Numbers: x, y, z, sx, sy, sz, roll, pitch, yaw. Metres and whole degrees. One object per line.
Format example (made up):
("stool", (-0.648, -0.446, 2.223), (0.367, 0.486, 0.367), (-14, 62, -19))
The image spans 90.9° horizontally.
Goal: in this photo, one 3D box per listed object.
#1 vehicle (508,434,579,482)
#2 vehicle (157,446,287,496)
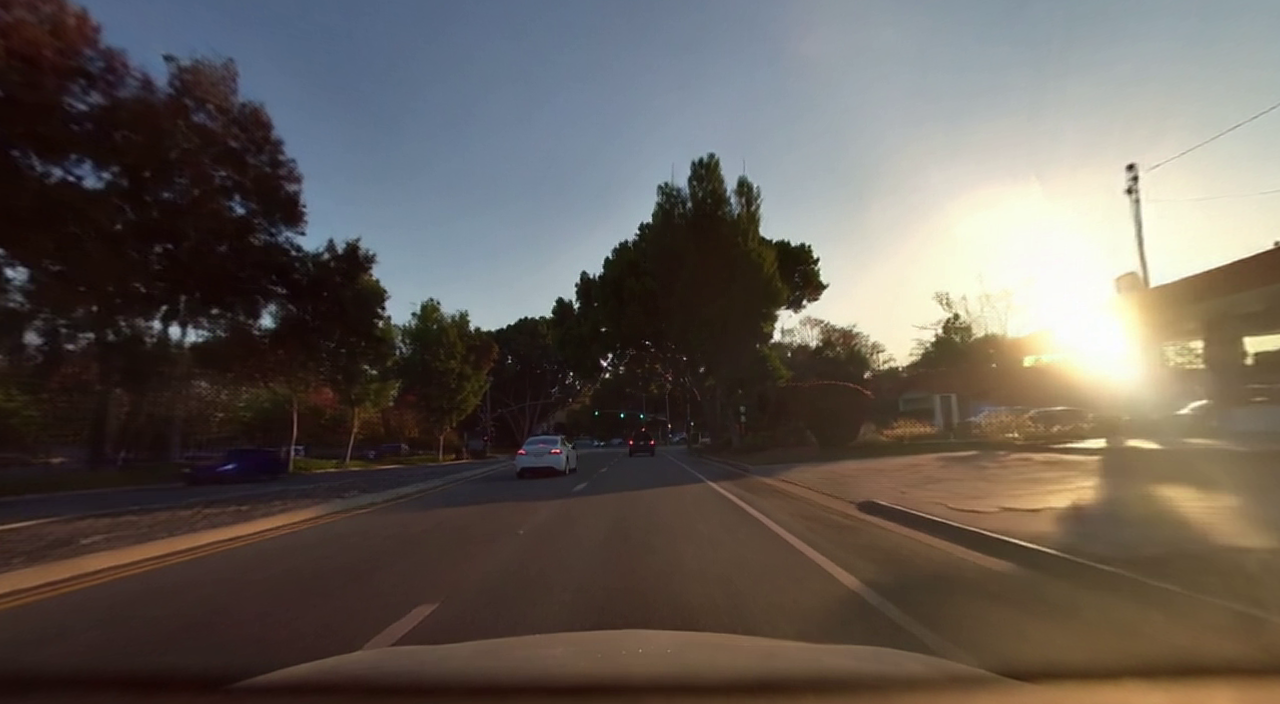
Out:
("vehicle", (-3.529, 3.980, 23.927), (1.914, 1.630, 4.351), (0, -8, 1))
("vehicle", (-15.870, 4.487, 24.273), (1.884, 1.714, 4.450), (0, -8, 0))
